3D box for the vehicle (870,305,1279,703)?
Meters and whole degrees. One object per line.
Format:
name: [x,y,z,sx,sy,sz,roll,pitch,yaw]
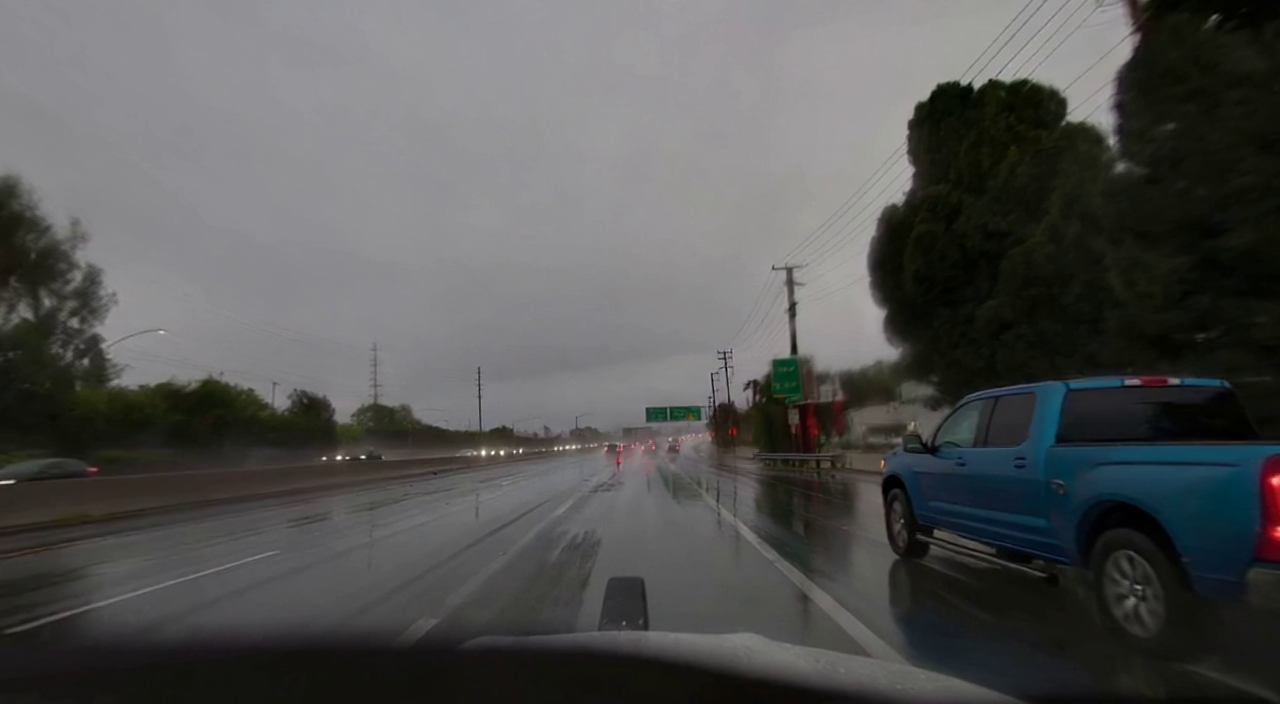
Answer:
vehicle: [3.766,1.023,4.607,2.186,1.840,5.289,0,-8,0]
